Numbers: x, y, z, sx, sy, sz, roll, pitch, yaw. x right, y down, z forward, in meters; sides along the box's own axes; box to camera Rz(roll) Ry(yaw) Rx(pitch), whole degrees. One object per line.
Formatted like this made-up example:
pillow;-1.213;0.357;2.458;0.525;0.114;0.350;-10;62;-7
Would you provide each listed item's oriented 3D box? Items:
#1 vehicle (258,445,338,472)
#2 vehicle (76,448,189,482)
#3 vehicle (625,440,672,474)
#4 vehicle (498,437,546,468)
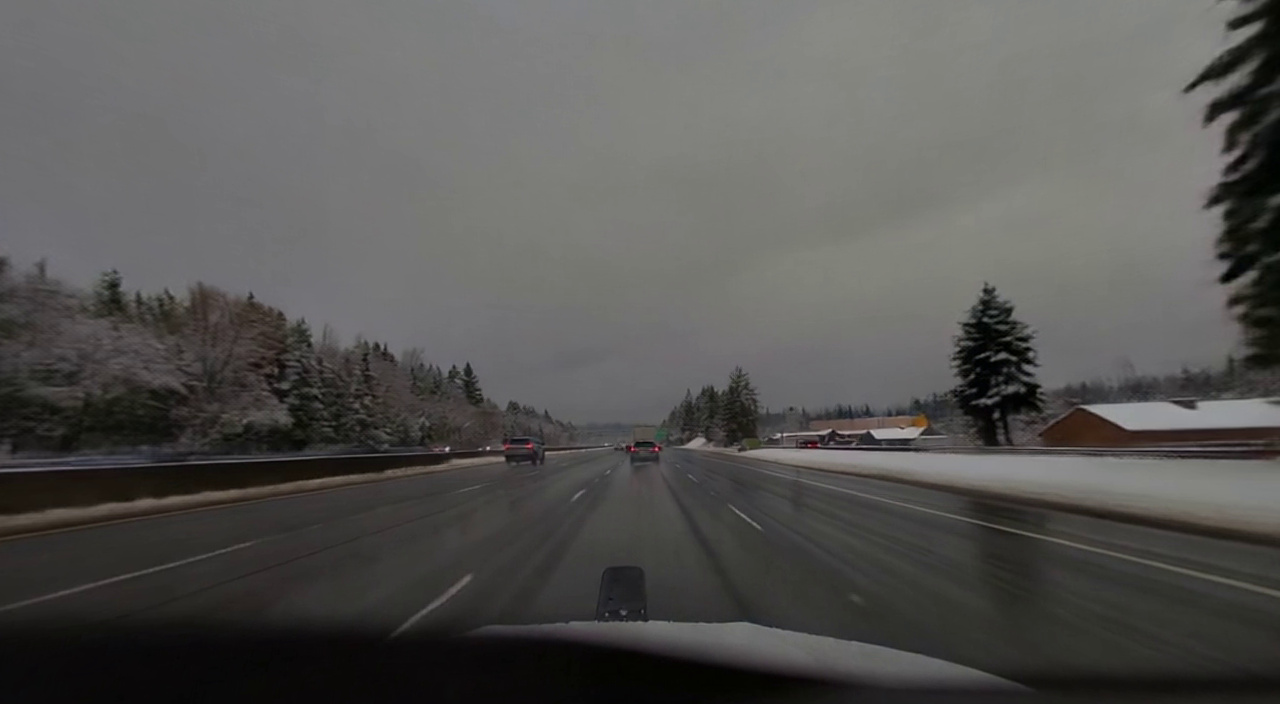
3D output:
vehicle;-20.583;6.385;38.258;1.972;1.513;4.973;0;-8;1
vehicle;-25.230;5.600;31.593;1.868;1.503;4.480;0;-8;1
vehicle;0.373;5.019;30.338;2.112;1.482;4.082;0;-8;0
vehicle;-7.314;6.267;39.592;2.093;1.789;4.399;0;-8;1
